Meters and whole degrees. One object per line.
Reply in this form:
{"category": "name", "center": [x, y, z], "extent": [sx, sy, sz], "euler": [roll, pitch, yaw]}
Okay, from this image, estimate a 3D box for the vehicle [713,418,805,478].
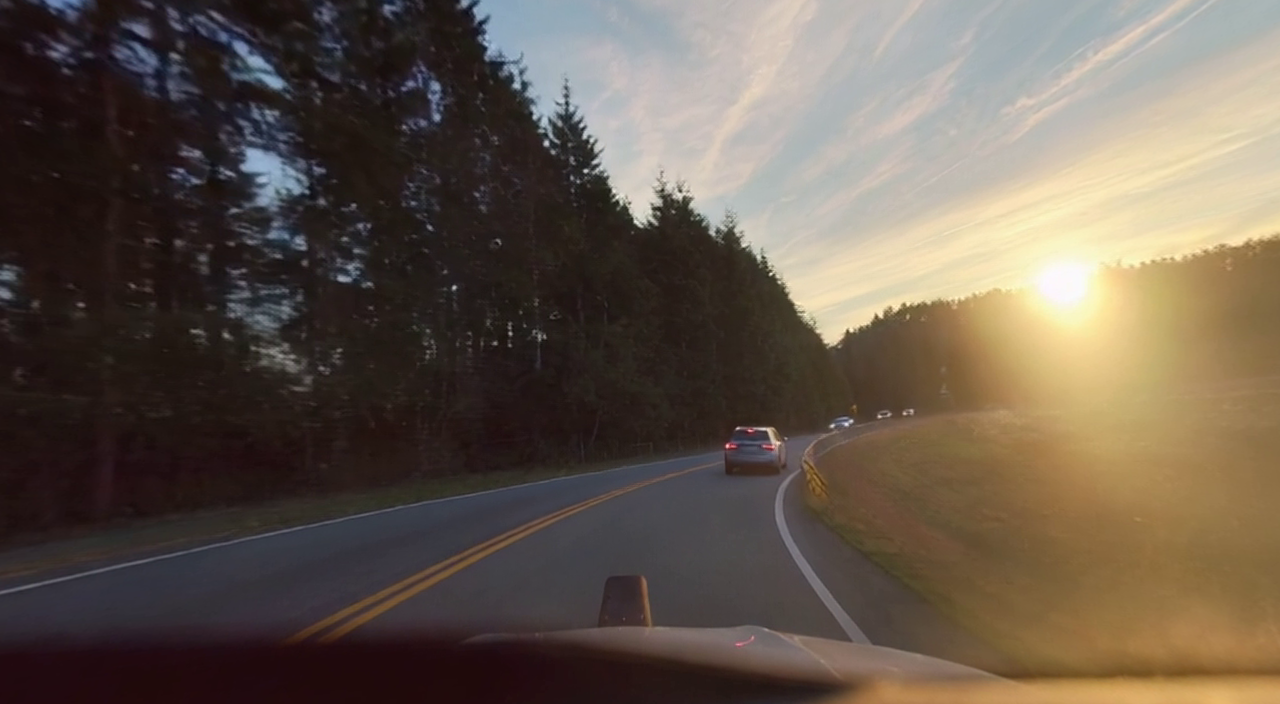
{"category": "vehicle", "center": [3.733, 2.890, 19.184], "extent": [2.274, 1.583, 4.349], "euler": [-3, -9, 16]}
